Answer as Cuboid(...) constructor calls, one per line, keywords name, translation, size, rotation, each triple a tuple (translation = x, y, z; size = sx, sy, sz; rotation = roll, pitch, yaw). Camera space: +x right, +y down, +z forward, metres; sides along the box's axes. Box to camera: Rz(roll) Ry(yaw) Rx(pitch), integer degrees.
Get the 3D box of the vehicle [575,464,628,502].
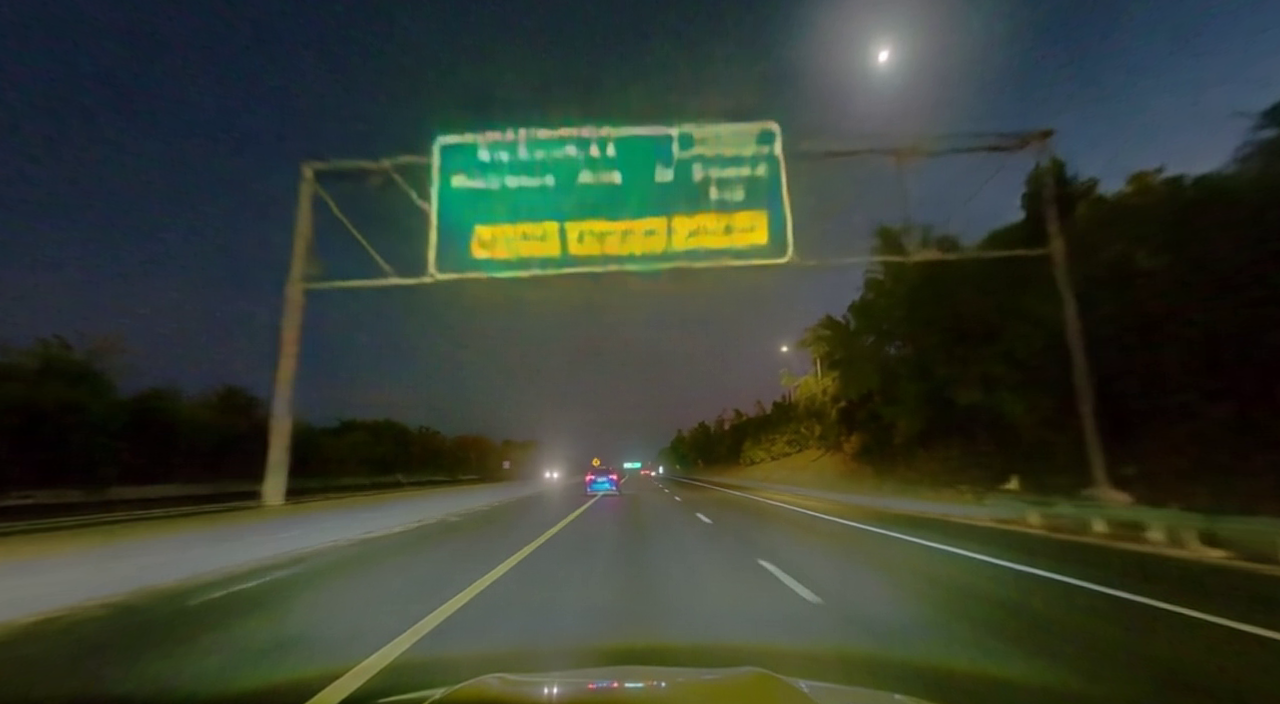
Cuboid(name="vehicle", translation=(-1.641, 5.869, 28.463), size=(2.016, 1.530, 4.009), rotation=(1, -11, 2))
